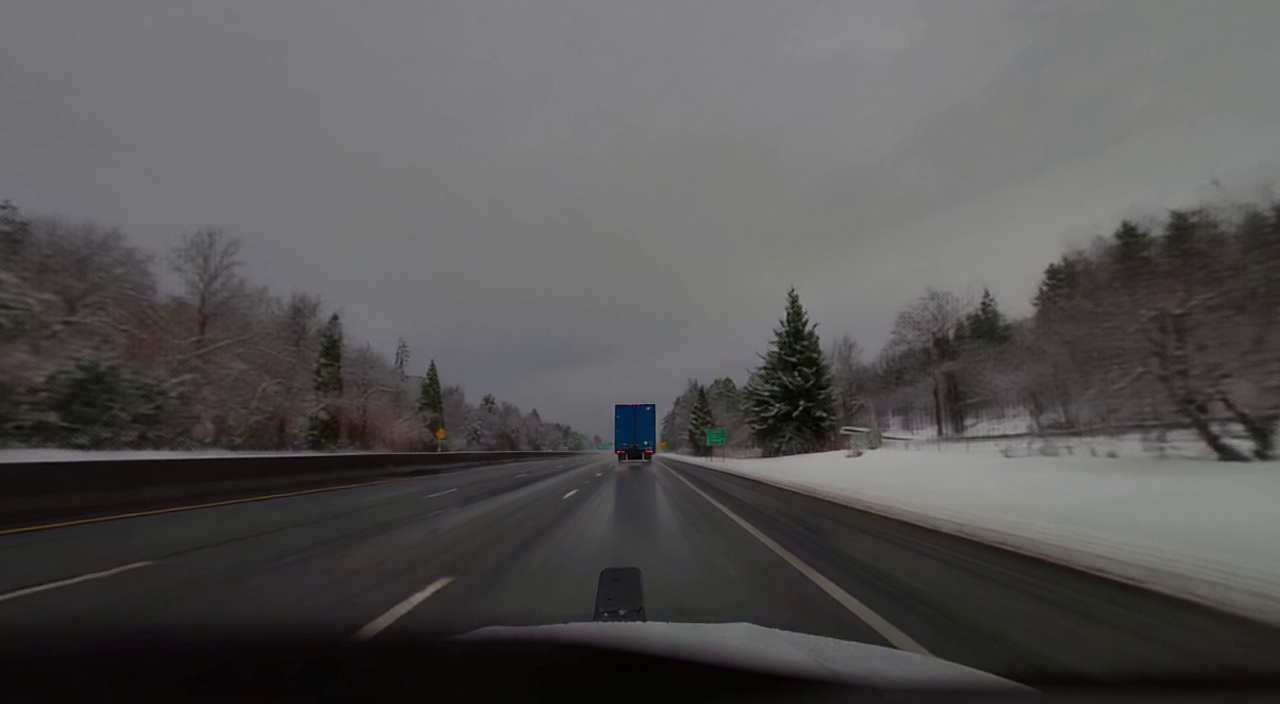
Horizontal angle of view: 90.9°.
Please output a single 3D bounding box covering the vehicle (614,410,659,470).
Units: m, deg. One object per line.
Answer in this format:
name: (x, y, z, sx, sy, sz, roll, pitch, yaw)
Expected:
vehicle: (-0.313, 6.672, 47.393, 2.982, 3.947, 11.075, 0, -9, -1)
